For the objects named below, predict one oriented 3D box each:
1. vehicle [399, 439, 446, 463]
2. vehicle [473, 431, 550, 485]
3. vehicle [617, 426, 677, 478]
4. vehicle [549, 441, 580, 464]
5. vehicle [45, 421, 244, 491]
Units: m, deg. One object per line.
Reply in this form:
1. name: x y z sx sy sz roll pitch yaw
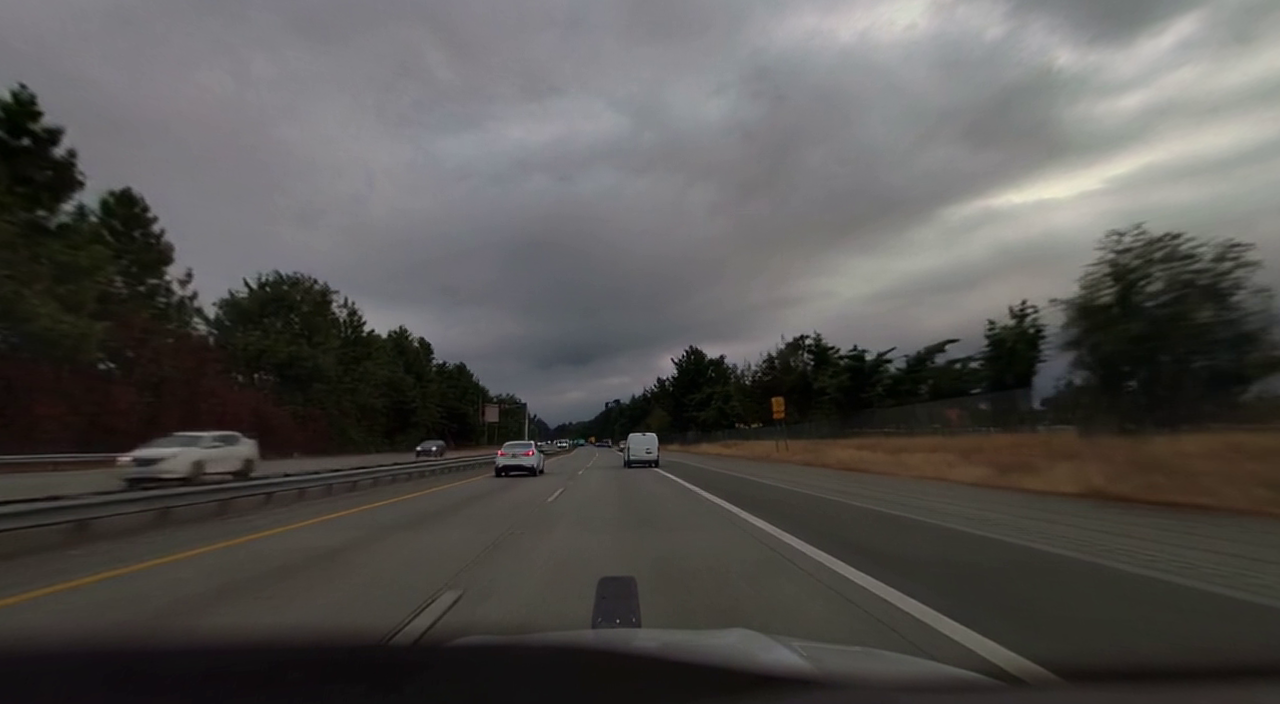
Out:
1. vehicle: -15.016 6.871 43.504 1.912 1.511 4.174 0 -9 -2
2. vehicle: -4.478 3.780 22.523 1.963 1.711 4.284 0 -9 -2
3. vehicle: 0.192 4.111 25.860 2.179 1.930 4.538 0 -9 -3
4. vehicle: -5.379 7.231 45.205 1.809 1.510 4.235 0 -9 -2
5. vehicle: -13.332 2.848 17.325 1.915 1.638 4.443 0 -9 -1
